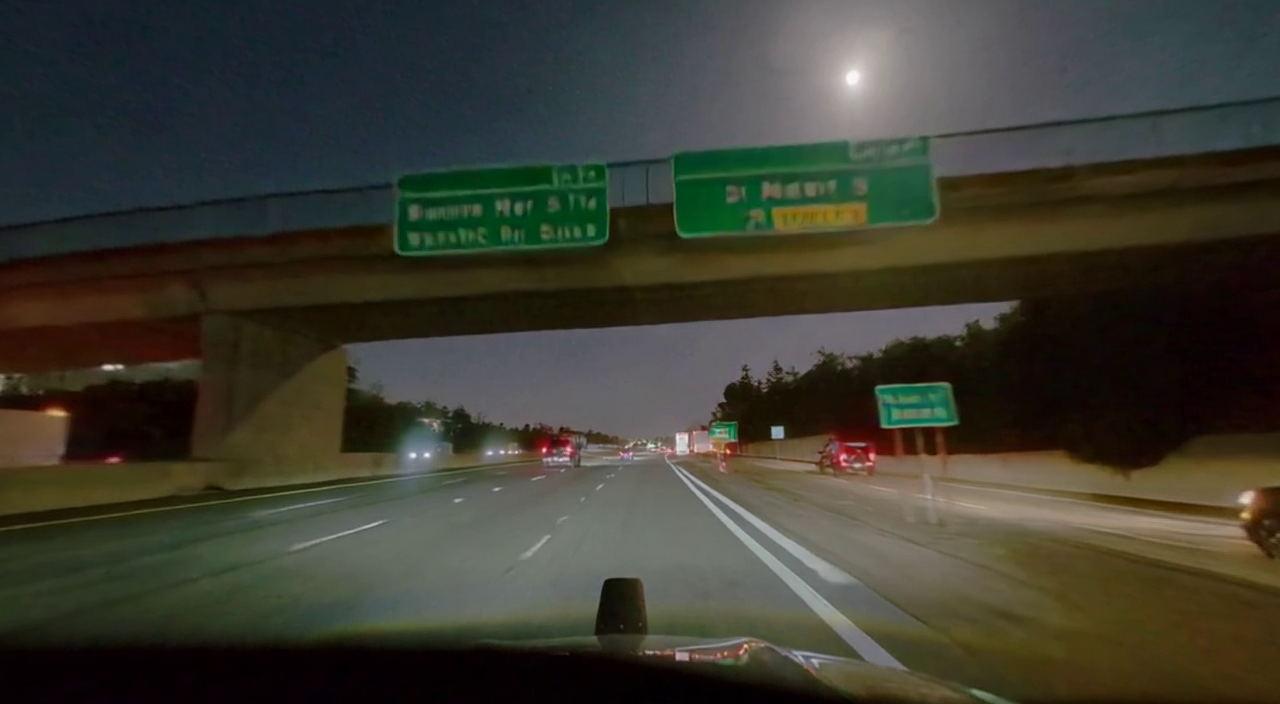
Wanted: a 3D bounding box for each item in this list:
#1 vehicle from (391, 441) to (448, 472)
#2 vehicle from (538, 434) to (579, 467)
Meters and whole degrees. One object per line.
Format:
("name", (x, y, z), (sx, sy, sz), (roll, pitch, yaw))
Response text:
("vehicle", (-15.378, 7.320, 44.383), (2.088, 2.011, 4.960), (0, -8, 1))
("vehicle", (-6.344, 7.725, 49.643), (2.264, 2.379, 5.248), (0, -8, 2))
